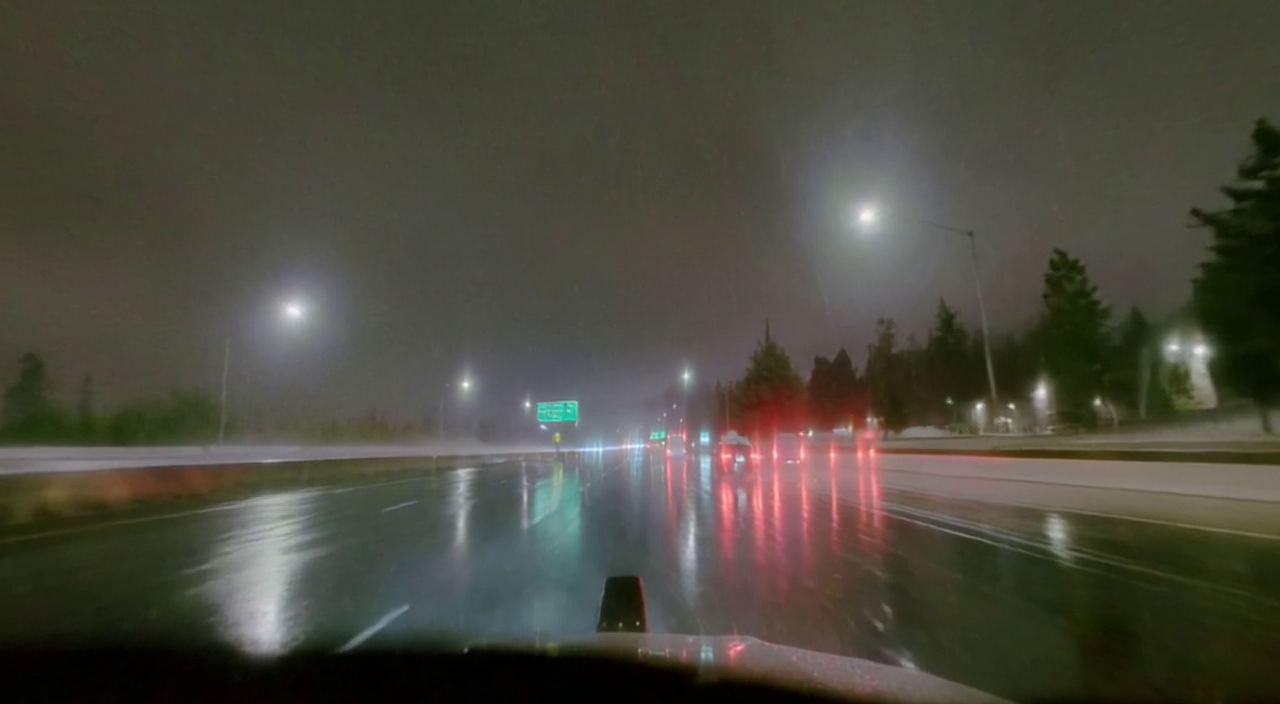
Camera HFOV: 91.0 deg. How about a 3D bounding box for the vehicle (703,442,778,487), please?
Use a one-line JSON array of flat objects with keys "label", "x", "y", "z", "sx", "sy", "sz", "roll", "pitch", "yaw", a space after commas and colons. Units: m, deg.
[{"label": "vehicle", "x": 3.596, "y": 4.128, "z": 23.481, "sx": 2.033, "sy": 1.501, "sz": 4.398, "roll": 0, "pitch": -9, "yaw": -1}]
